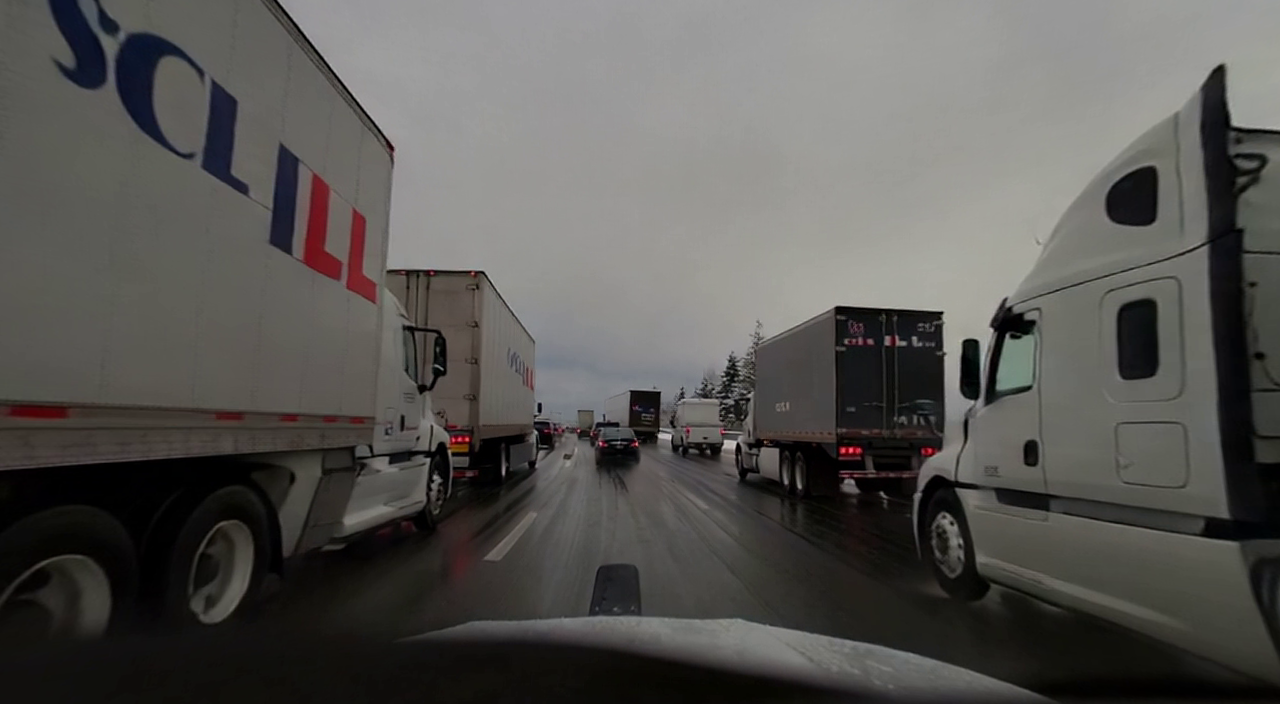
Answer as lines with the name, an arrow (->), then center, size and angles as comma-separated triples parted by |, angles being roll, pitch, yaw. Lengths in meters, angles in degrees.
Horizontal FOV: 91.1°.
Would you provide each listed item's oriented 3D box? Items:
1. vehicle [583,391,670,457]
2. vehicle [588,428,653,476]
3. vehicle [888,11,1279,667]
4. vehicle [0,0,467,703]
vehicle -> -1.416, 5.394, 46.161 | 2.899, 4.112, 13.912 | 2, -8, -16
vehicle -> -0.826, 3.557, 22.803 | 2.060, 1.540, 4.374 | 1, -8, -6
vehicle -> 5.222, -0.022, 4.563 | 2.992, 3.986, 5.841 | 3, -8, -22
vehicle -> -3.800, 0.090, 4.657 | 2.822, 3.788, 8.799 | 0, -8, -2
